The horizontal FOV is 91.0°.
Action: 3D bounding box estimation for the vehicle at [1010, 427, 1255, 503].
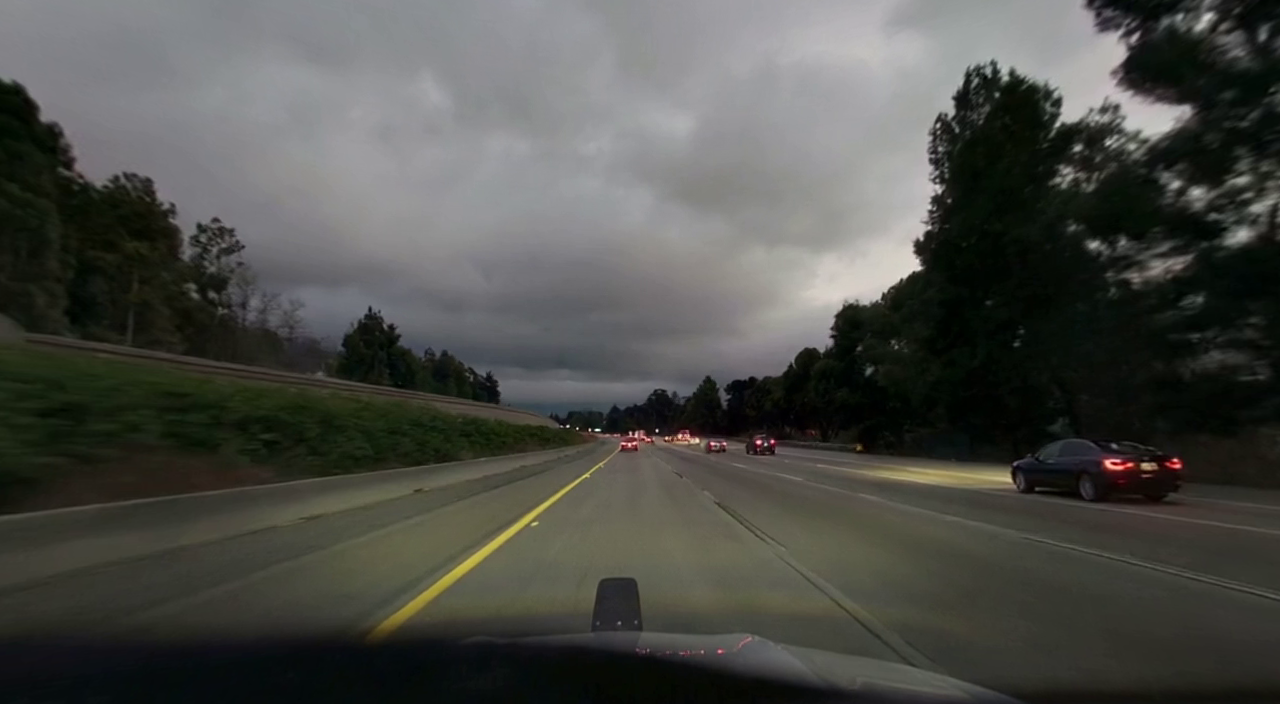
[{"bbox_3d":[11.366,2.631,15.099,2.041,1.517,4.645,0,-8,-1],"label":"vehicle"}]
